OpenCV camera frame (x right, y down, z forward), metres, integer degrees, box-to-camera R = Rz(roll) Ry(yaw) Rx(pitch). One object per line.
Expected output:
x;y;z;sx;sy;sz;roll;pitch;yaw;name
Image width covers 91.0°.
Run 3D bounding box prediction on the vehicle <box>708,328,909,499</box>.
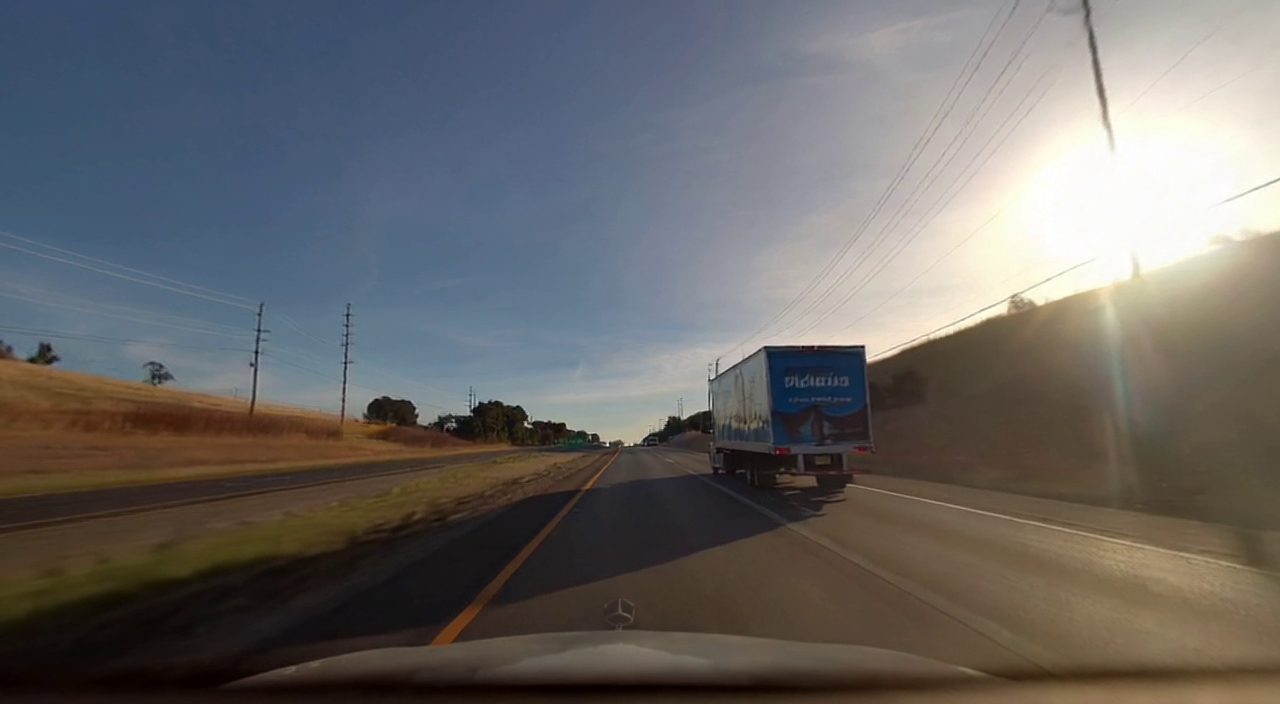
4.126;1.945;18.208;3.037;3.672;9.136;0;-8;-1;vehicle
